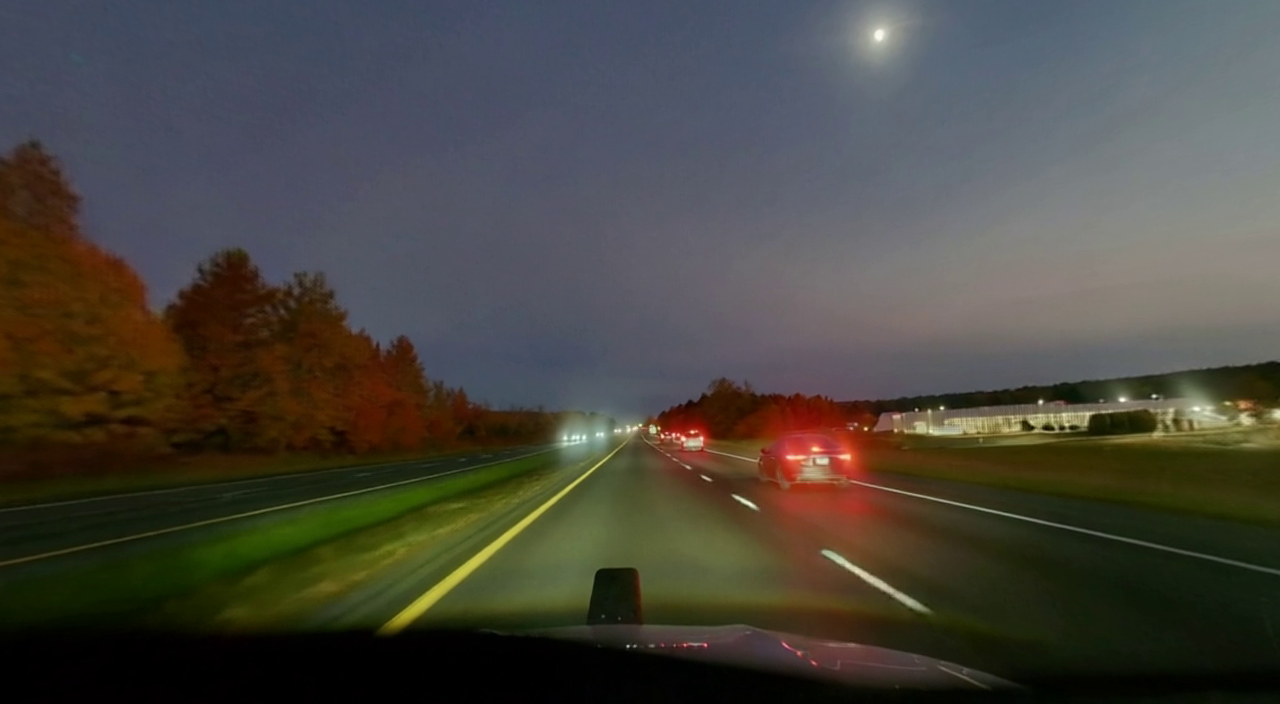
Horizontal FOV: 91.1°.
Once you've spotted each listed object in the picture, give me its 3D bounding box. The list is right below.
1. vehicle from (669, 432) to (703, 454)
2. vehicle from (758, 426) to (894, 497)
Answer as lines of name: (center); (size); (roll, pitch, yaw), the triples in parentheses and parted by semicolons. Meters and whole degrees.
vehicle: (3.349, 6.730, 46.455); (2.057, 1.540, 4.158); (0, -8, -1)
vehicle: (4.414, 2.658, 15.702); (2.024, 1.516, 4.197); (0, -8, -1)
